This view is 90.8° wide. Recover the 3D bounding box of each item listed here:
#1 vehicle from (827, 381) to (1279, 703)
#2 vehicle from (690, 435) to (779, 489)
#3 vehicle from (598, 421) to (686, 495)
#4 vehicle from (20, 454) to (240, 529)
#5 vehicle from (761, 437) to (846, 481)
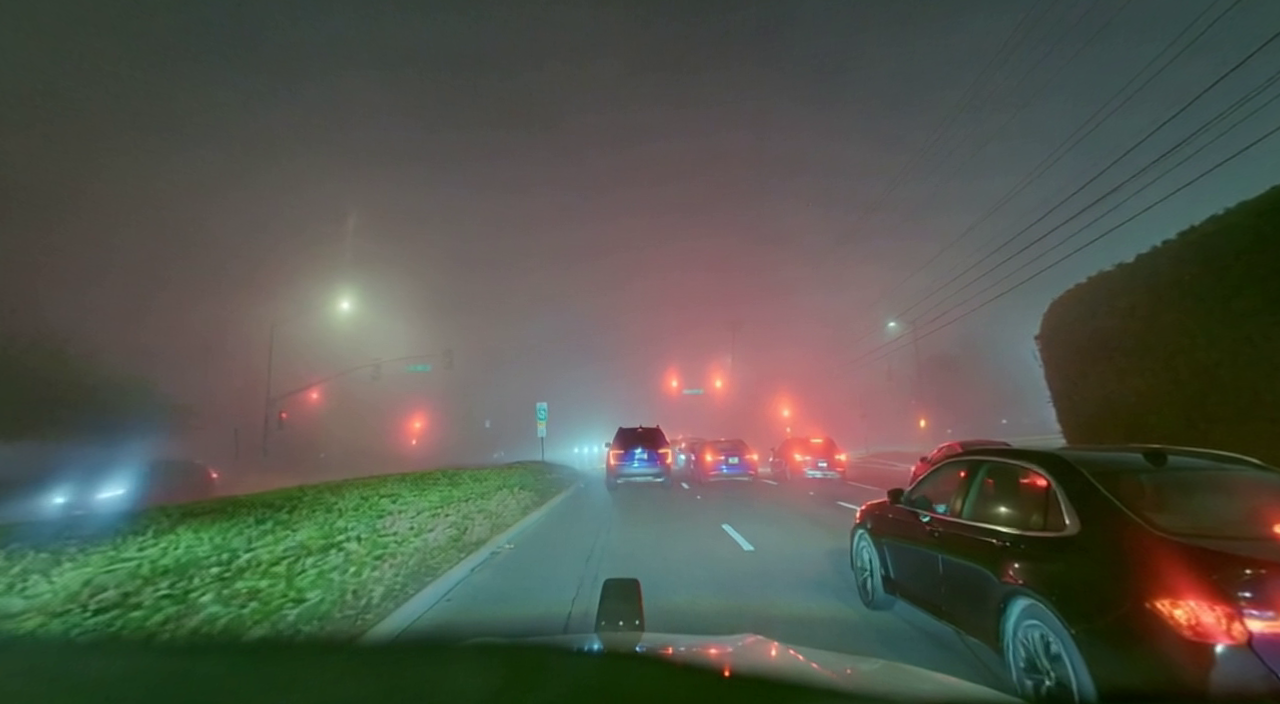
[{"bbox_3d":[2.756,1.084,3.572,2.004,1.460,4.297,0,-9,-1],"label":"vehicle"},{"bbox_3d":[2.800,3.398,19.803,2.025,1.477,4.333,0,-9,-1],"label":"vehicle"},{"bbox_3d":[0.029,3.054,18.559,2.236,1.856,4.816,0,-9,0],"label":"vehicle"},{"bbox_3d":[-12.175,3.310,15.595,1.952,1.475,4.442,0,-9,-4],"label":"vehicle"},{"bbox_3d":[5.902,3.918,23.391,1.926,1.472,4.449,0,-9,-1],"label":"vehicle"}]
